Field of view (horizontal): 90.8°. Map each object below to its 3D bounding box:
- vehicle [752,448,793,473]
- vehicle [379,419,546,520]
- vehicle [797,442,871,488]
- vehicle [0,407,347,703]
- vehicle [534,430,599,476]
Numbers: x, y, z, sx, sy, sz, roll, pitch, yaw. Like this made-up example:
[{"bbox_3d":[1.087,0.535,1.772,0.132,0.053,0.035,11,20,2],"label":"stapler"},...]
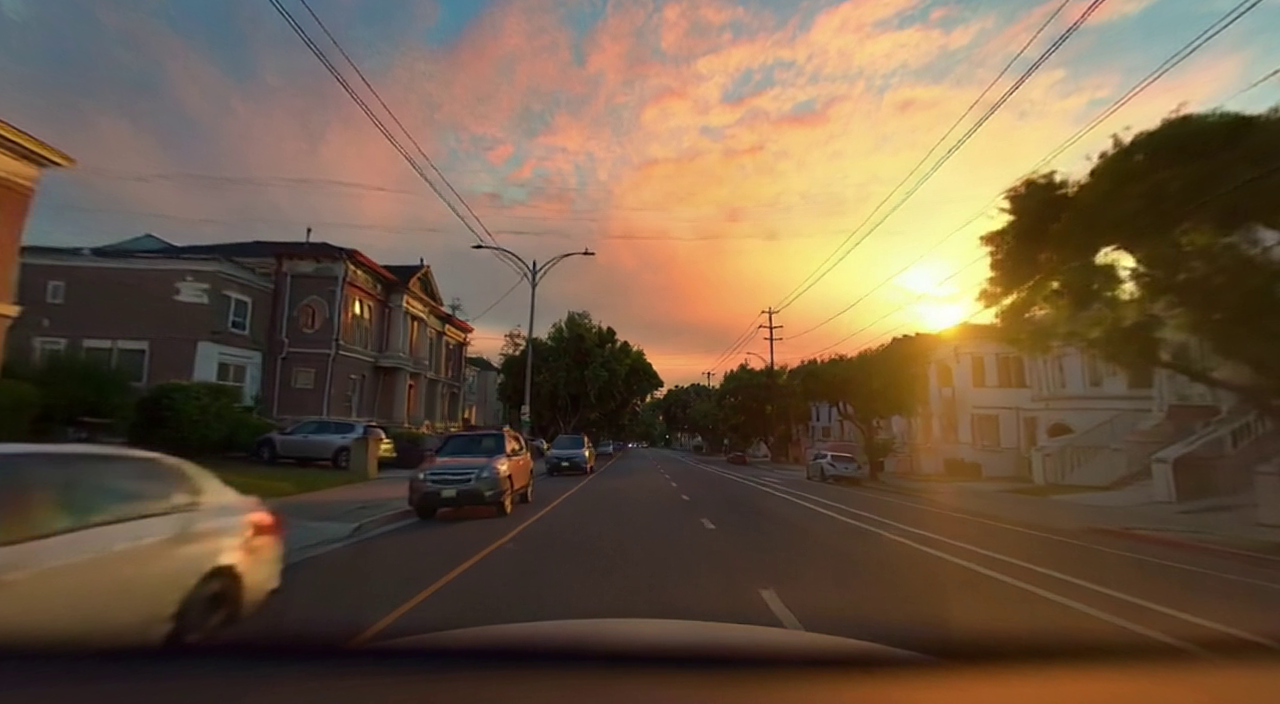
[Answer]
[{"bbox_3d":[9.802,8.023,47.112,1.977,1.495,4.800,8,-8,2],"label":"vehicle"},{"bbox_3d":[-3.458,2.410,13.498,2.127,1.737,4.961,0,-9,0],"label":"vehicle"},{"bbox_3d":[9.677,5.633,31.940,2.156,1.882,4.790,8,-8,1],"label":"vehicle"},{"bbox_3d":[-3.451,1.060,2.841,1.917,1.516,4.898,-1,-8,0],"label":"vehicle"},{"bbox_3d":[-3.241,4.639,29.207,2.290,1.924,5.536,0,-8,1],"label":"vehicle"}]
